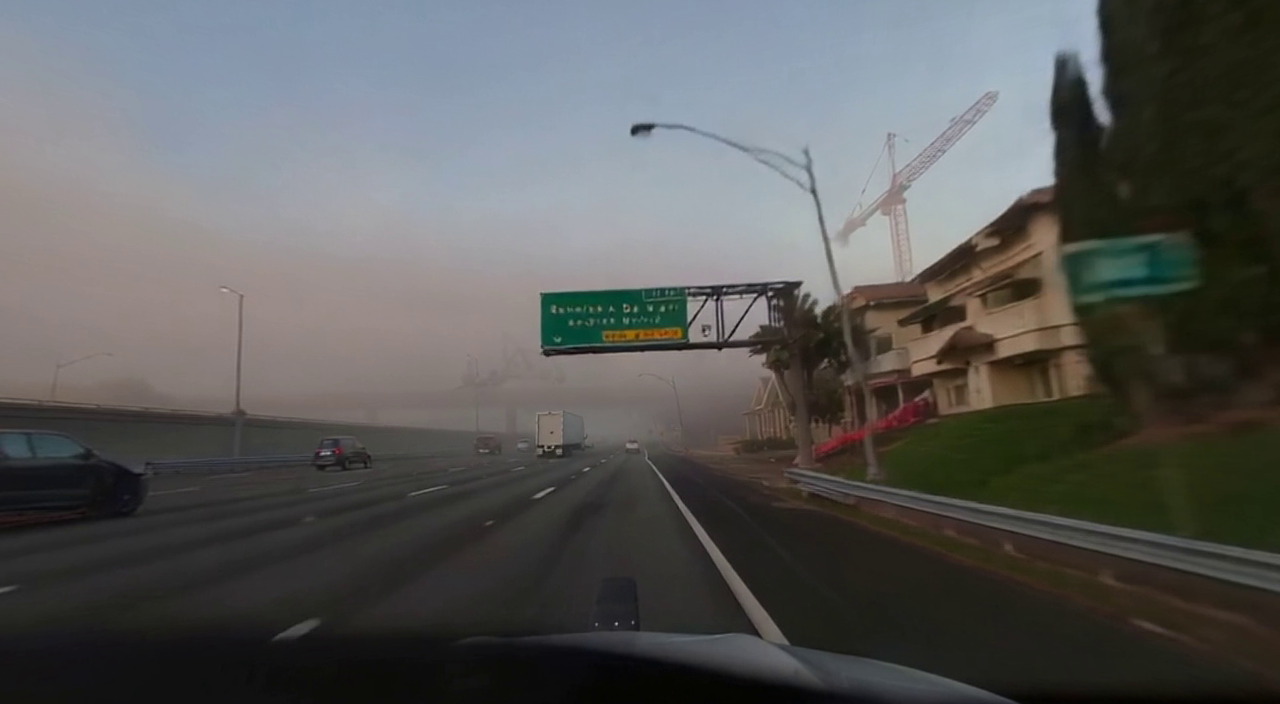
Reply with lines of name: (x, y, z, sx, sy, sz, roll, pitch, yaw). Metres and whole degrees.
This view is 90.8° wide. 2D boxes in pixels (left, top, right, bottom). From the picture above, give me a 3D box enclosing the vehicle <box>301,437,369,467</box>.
vehicle: (-18.852, 6.197, 39.281, 1.932, 1.752, 4.541, 0, -8, 0)
